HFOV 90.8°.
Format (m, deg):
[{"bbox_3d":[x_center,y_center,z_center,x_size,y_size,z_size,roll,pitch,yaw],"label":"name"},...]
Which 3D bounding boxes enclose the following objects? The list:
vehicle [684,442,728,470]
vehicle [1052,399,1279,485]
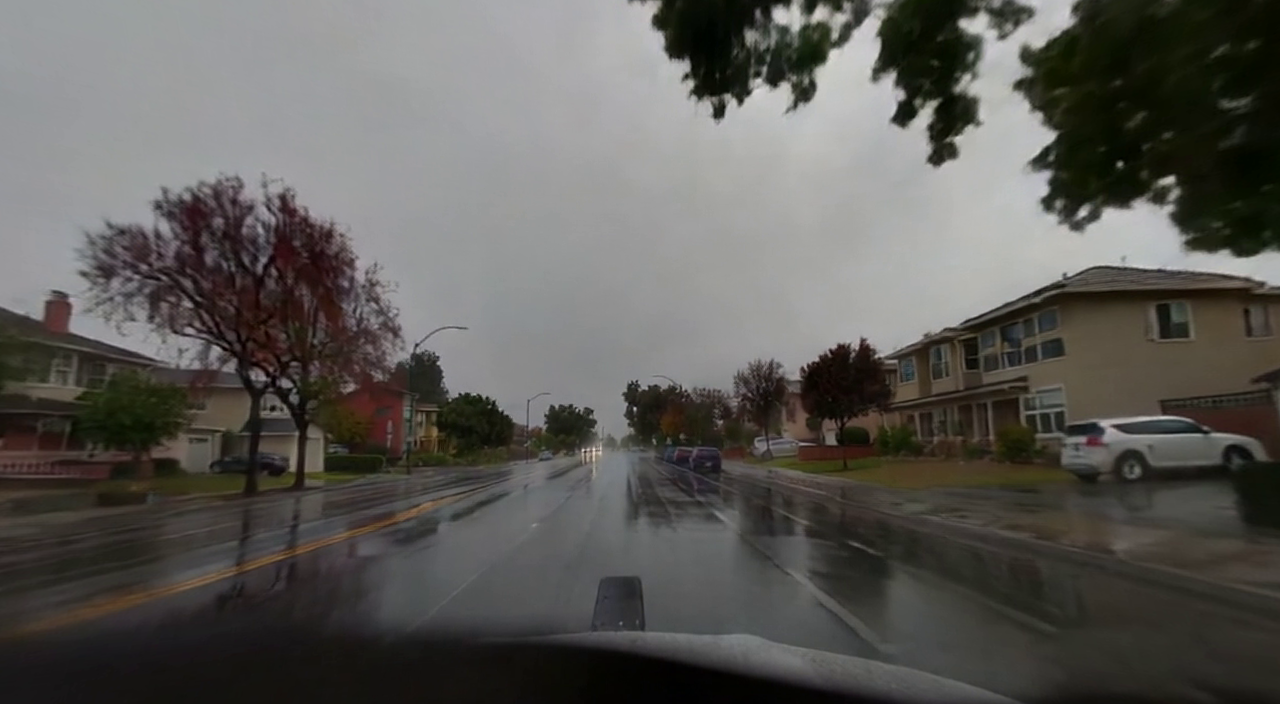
[{"bbox_3d":[3.932,6.334,38.417,1.971,1.558,4.895,0,-9,-2],"label":"vehicle"},{"bbox_3d":[13.641,2.251,16.236,4.682,1.956,2.001,-1,-6,-3],"label":"vehicle"}]
